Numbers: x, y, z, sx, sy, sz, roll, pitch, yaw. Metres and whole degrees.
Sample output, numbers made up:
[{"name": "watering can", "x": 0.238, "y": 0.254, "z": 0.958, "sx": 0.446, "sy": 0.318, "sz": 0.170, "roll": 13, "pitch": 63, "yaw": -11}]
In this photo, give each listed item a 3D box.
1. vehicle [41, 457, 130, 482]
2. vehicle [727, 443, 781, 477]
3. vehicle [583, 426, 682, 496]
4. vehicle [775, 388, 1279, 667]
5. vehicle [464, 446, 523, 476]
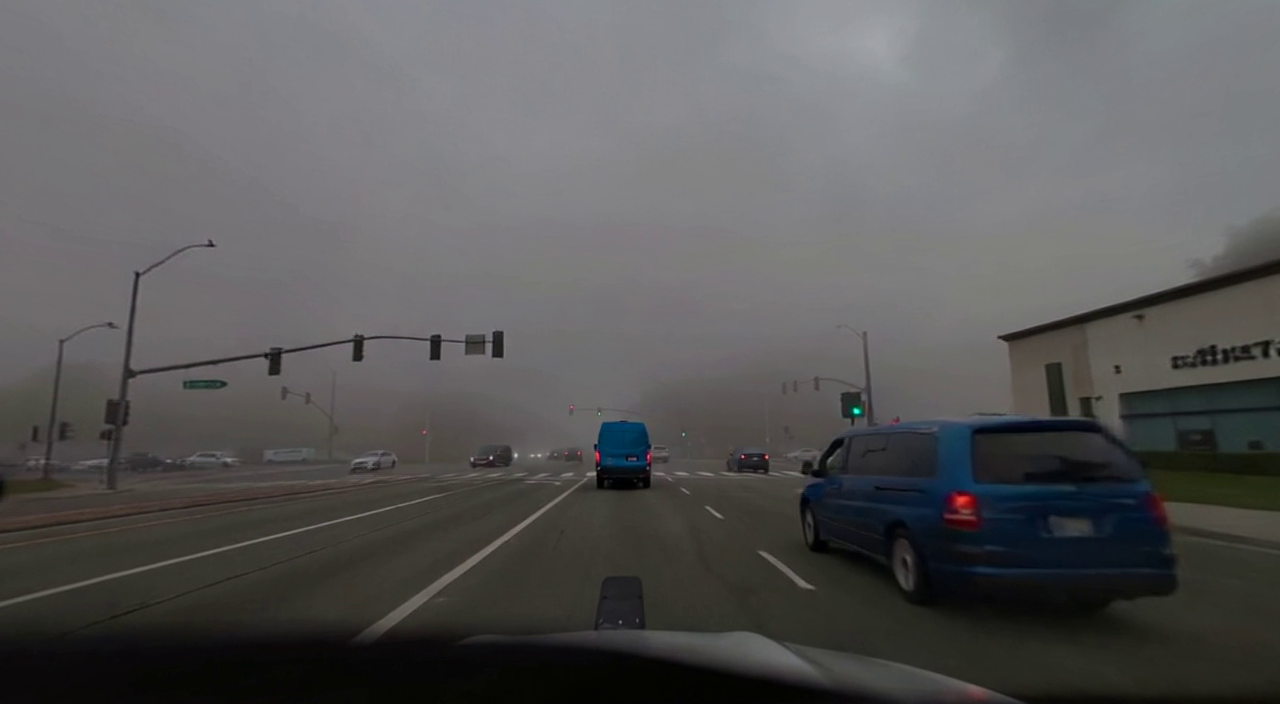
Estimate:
[{"name": "vehicle", "x": -41.142, "y": 8.701, "z": 46.941, "sx": 4.485, "sy": 1.732, "sz": 2.120, "roll": 0, "pitch": -9, "yaw": -1}, {"name": "vehicle", "x": 6.067, "y": 5.796, "z": 34.197, "sx": 1.931, "sy": 1.692, "sz": 4.267, "roll": 0, "pitch": -9, "yaw": -3}, {"name": "vehicle", "x": -0.326, "y": 3.589, "z": 21.245, "sx": 2.848, "sy": 1.991, "sz": 5.706, "roll": 0, "pitch": -9, "yaw": -2}, {"name": "vehicle", "x": 3.225, "y": 1.463, "z": 6.495, "sx": 2.462, "sy": 1.736, "sz": 4.899, "roll": 0, "pitch": -9, "yaw": -2}, {"name": "vehicle", "x": -8.637, "y": 6.330, "z": 36.976, "sx": 2.109, "sy": 1.653, "sz": 4.681, "roll": 4, "pitch": -10, "yaw": -28}]
